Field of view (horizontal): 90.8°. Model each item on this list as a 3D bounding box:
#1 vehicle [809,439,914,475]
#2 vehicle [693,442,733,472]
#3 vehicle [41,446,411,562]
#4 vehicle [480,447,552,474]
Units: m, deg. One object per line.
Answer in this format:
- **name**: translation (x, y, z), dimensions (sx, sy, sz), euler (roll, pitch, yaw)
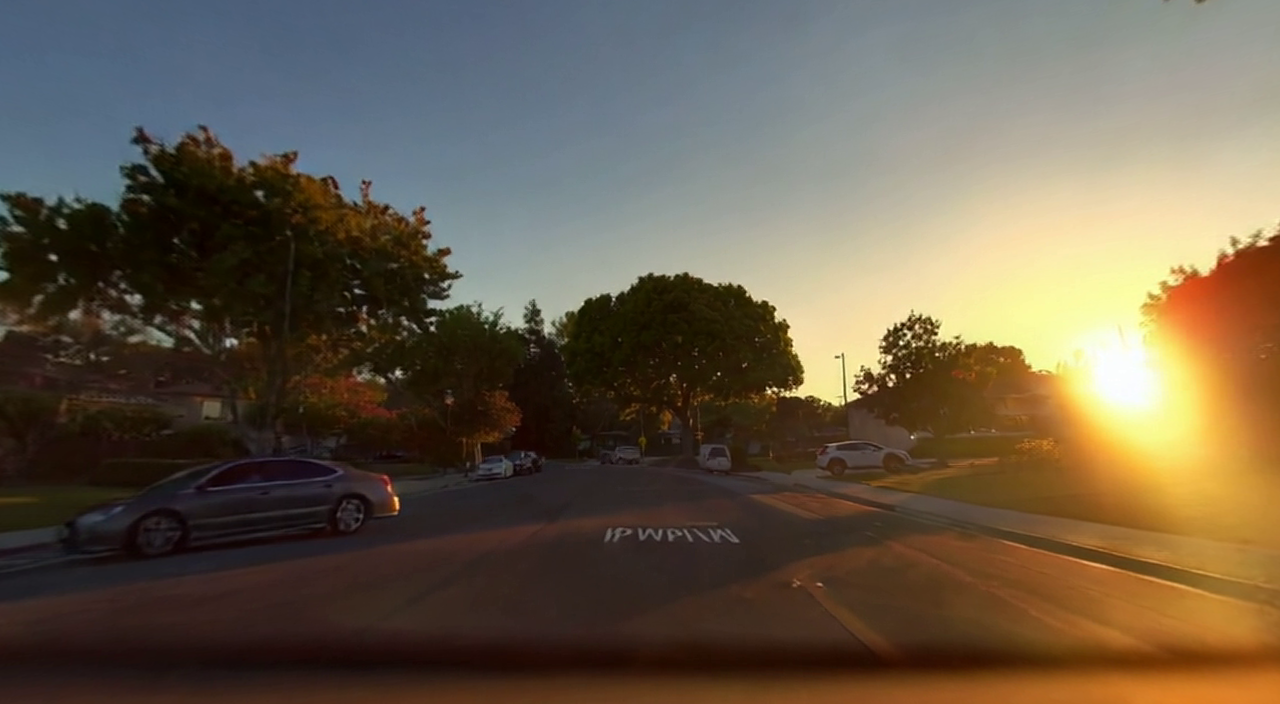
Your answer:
- **vehicle**: translation (11.568, 5.517, 33.279), dimensions (4.733, 1.843, 2.005), euler (0, -9, 2)
- **vehicle**: translation (4.838, 7.006, 42.384), dimensions (2.051, 1.925, 4.625), euler (0, -9, -1)
- **vehicle**: translation (-6.592, 2.388, 10.713), dimensions (4.750, 1.559, 1.928), euler (5, -10, -30)
- **vehicle**: translation (-8.842, 7.699, 45.102), dimensions (4.620, 1.695, 2.004), euler (5, -11, -38)
